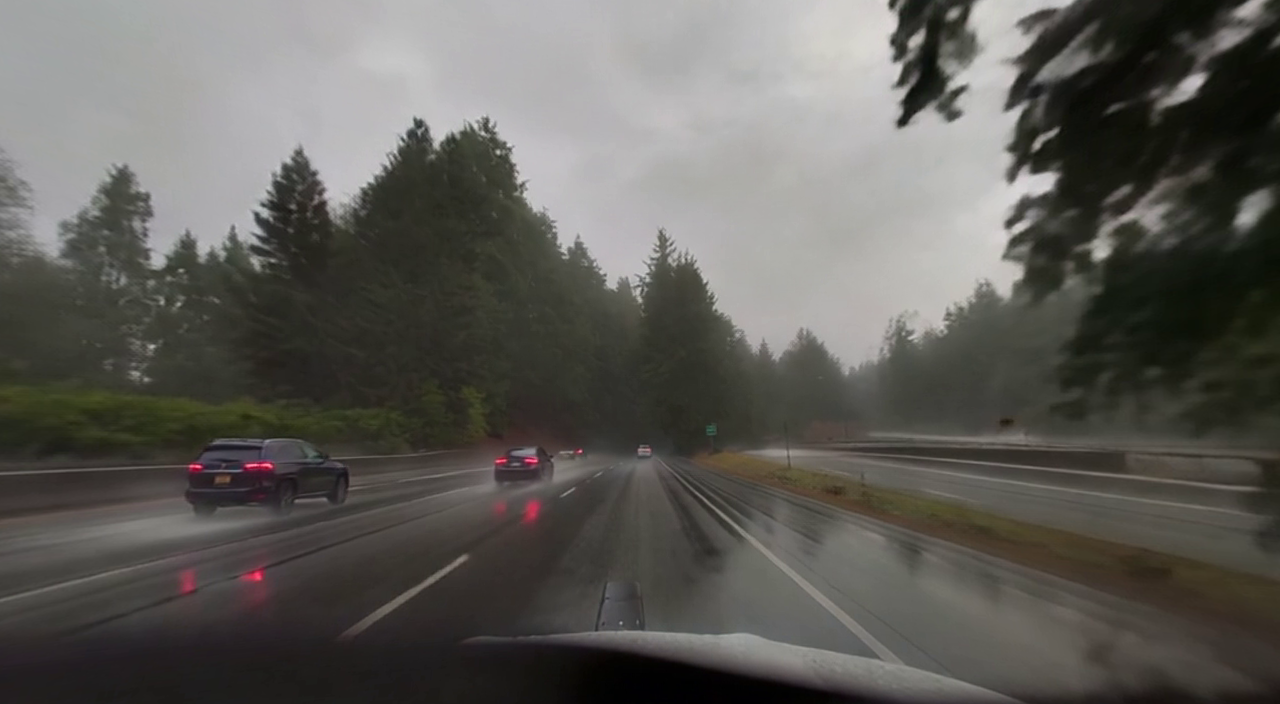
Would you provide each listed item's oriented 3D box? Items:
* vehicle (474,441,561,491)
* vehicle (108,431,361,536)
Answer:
[{"bbox_3d":[-4.184,3.979,22.331,2.104,1.558,4.639,0,-9,1],"label":"vehicle"},{"bbox_3d":[-7.311,2.380,12.012,2.007,1.616,4.141,0,-9,1],"label":"vehicle"}]
